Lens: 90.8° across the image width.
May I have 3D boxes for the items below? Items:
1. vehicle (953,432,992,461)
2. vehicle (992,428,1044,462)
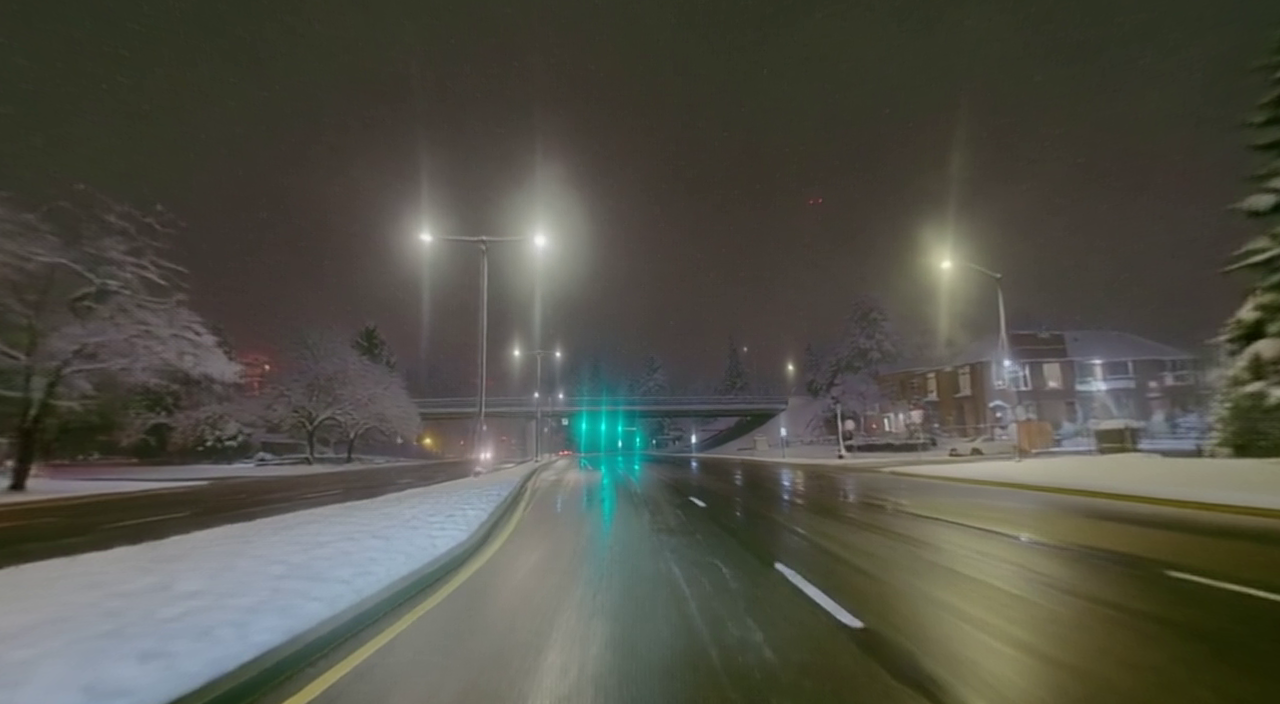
[{"bbox_3d":[21.870,6.223,41.655,1.969,1.732,4.610,-3,-9,24],"label":"vehicle"},{"bbox_3d":[23.829,5.877,40.017,2.177,1.983,5.217,-3,-9,25],"label":"vehicle"}]
